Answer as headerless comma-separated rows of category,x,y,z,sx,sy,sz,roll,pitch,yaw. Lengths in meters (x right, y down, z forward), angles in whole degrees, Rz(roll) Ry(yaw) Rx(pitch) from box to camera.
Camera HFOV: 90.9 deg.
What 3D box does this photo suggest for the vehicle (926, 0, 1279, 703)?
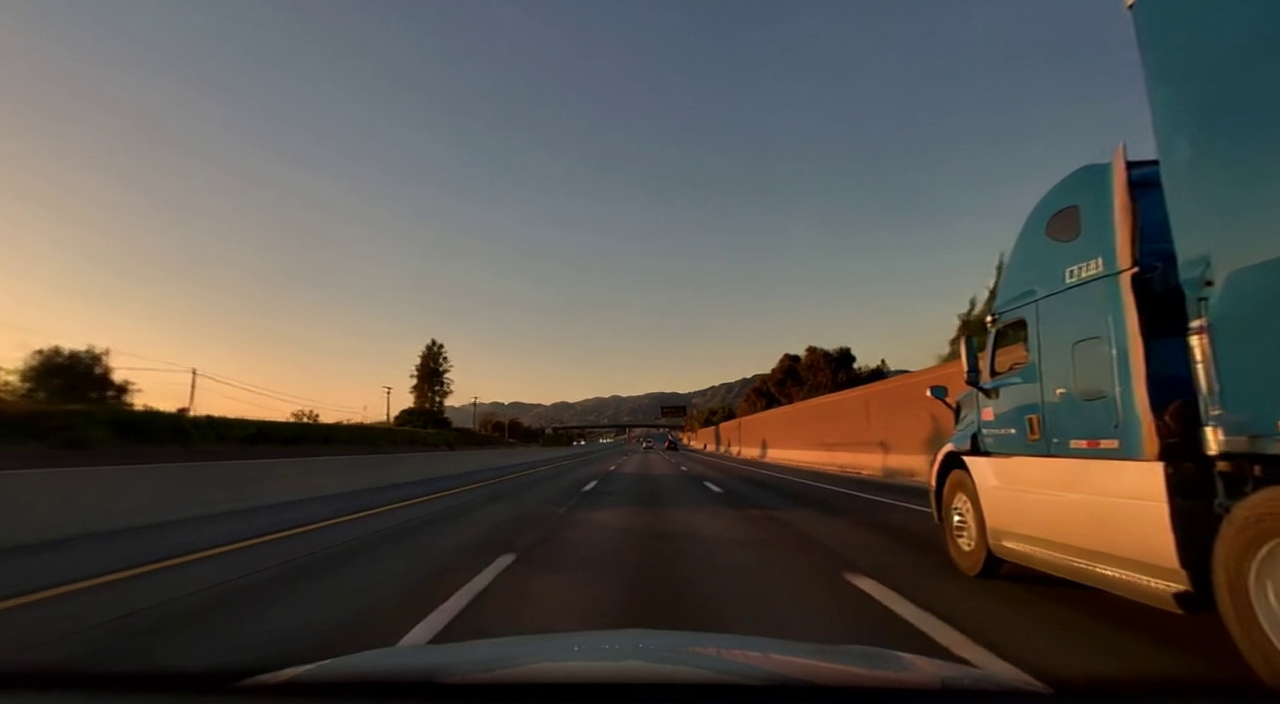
vehicle,4.116,-0.457,0.971,3.012,3.768,8.945,0,-8,-1
